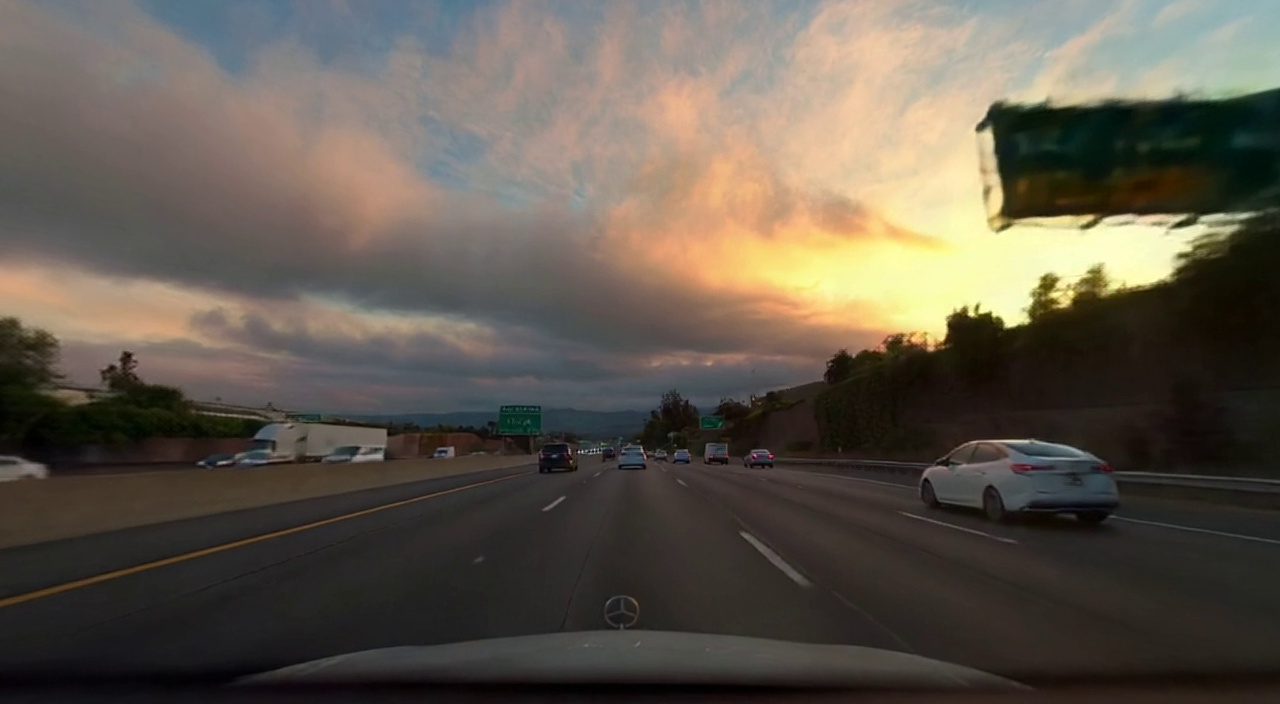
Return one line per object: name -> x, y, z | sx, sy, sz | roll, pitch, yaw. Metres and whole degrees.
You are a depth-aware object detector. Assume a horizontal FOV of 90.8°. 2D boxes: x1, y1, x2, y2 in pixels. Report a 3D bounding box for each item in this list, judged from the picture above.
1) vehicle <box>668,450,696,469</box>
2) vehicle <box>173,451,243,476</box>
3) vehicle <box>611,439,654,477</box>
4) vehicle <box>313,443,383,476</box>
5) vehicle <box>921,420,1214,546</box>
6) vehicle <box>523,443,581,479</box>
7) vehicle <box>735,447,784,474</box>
vehicle -> 3.052, 7.895, 46.540 | 1.816, 1.353, 3.809 | 0, -9, -1
vehicle -> -25.597, 6.587, 37.562 | 1.653, 1.399, 3.485 | 0, -9, 0
vehicle -> -0.351, 5.371, 32.322 | 2.002, 1.759, 4.658 | 0, -9, 0
vehicle -> -13.641, 5.021, 29.745 | 1.606, 1.434, 3.414 | 0, -9, 1
vehicle -> 6.659, 2.068, 10.595 | 1.944, 1.666, 4.184 | 0, -9, 0
vehicle -> -4.235, 5.316, 31.178 | 2.126, 1.631, 4.643 | 0, -9, 1
vehicle -> 6.796, 6.185, 36.323 | 1.879, 1.428, 4.402 | 0, -9, -1
